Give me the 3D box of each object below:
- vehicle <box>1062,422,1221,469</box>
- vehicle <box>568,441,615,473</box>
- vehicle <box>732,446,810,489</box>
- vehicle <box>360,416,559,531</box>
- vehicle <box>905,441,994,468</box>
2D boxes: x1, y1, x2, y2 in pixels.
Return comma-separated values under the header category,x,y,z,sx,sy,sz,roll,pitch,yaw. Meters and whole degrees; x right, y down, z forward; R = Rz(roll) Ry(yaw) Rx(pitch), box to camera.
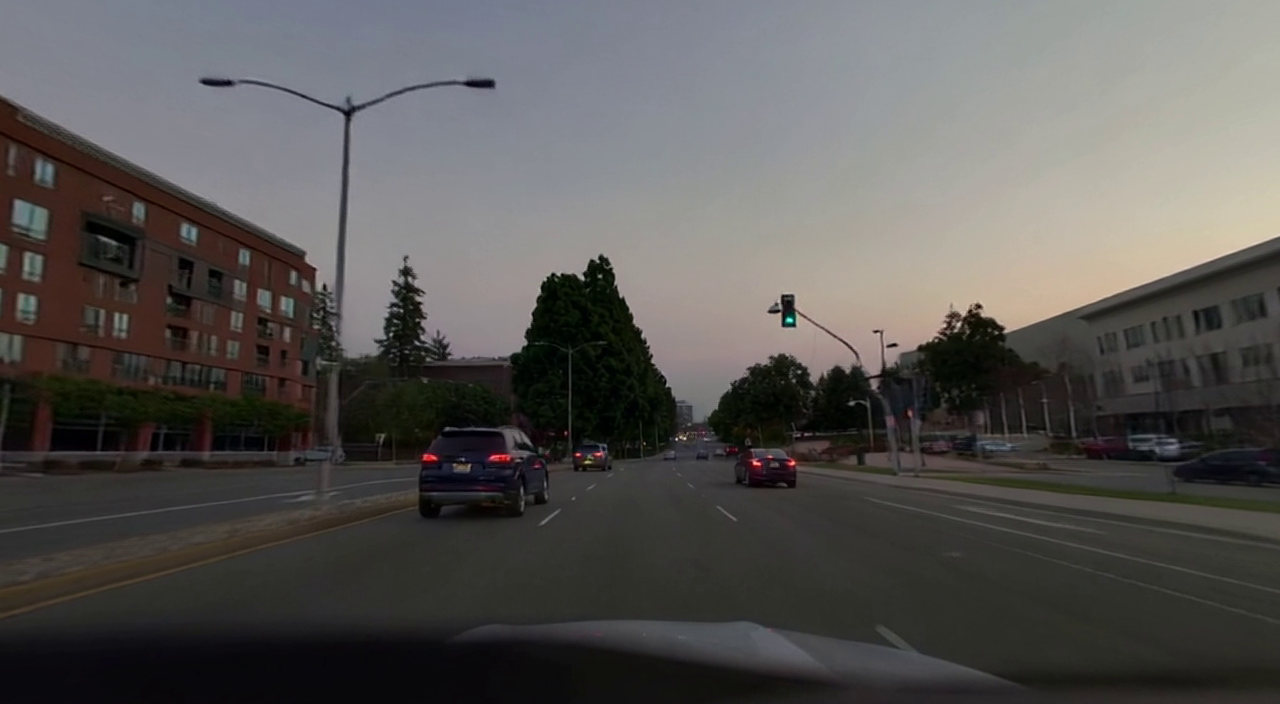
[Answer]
category,x,y,z,sx,sy,sz,roll,pitch,yaw
vehicle,27.747,5.273,35.534,2.943,2.298,7.374,0,-9,1
vehicle,-2.884,6.376,38.669,2.305,1.833,4.912,-1,-9,3
vehicle,4.836,4.323,23.983,1.960,1.471,4.378,0,-9,-1
vehicle,-3.320,2.409,13.158,2.450,1.866,5.416,0,-9,1
vehicle,19.867,6.555,40.632,4.972,1.547,2.226,2,-10,-21
